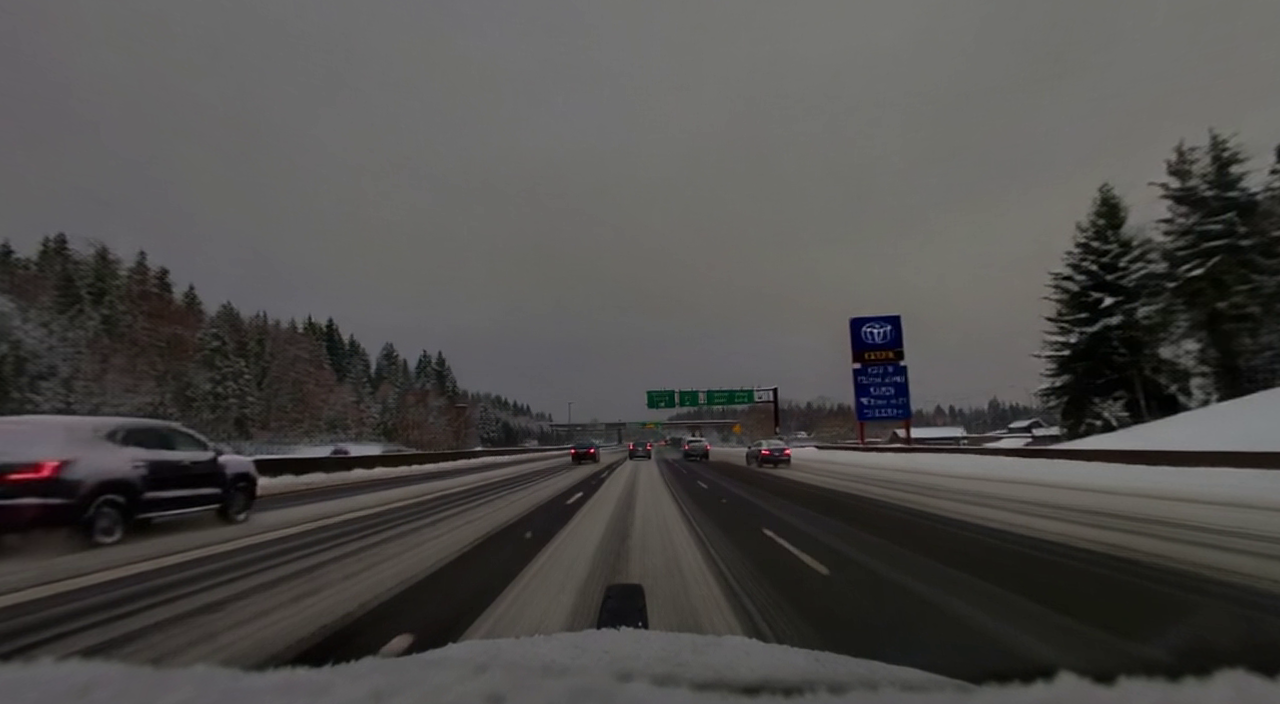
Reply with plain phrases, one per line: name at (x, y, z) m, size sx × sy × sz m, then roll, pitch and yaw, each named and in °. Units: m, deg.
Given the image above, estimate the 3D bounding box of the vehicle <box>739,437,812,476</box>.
vehicle at (6.165, 4.793, 29.272) m, size 2.196 × 1.659 × 4.451 m, roll 0°, pitch -8°, yaw -3°

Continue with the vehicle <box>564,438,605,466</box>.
vehicle at (-3.544, 6.515, 41.250) m, size 2.118 × 1.750 × 4.875 m, roll 0°, pitch -8°, yaw 1°

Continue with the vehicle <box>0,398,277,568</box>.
vehicle at (-7.841, 1.722, 8.942) m, size 2.199 × 1.781 × 5.271 m, roll 0°, pitch -8°, yaw 1°

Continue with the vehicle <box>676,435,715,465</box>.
vehicle at (3.935, 7.038, 45.538) m, size 2.348 × 1.991 × 5.460 m, roll 0°, pitch -8°, yaw 0°

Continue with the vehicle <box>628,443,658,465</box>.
vehicle at (0.251, 7.390, 45.839) m, size 2.050 × 1.452 × 3.917 m, roll 0°, pitch -8°, yaw 1°
